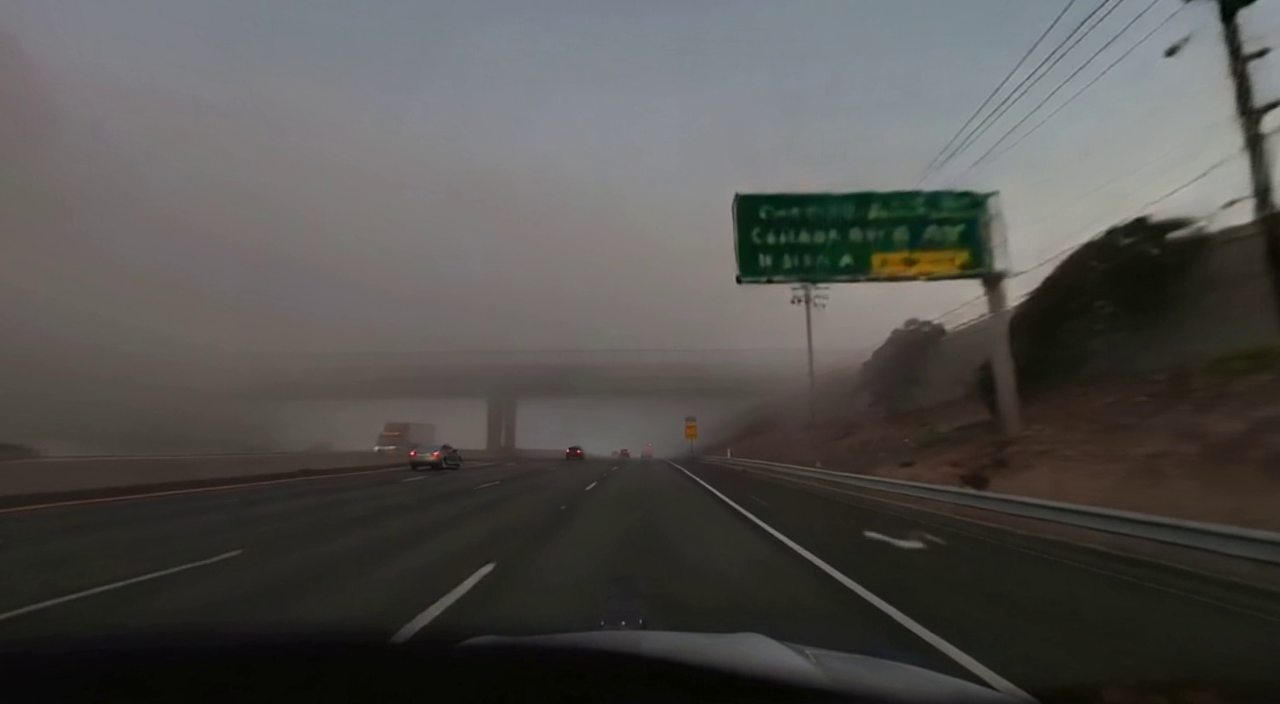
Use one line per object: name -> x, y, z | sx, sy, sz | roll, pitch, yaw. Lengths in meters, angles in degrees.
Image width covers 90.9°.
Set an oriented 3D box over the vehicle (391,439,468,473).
vehicle -> -10.044, 4.985, 30.477 | 2.056, 1.476, 4.562 | 0, -8, 1
